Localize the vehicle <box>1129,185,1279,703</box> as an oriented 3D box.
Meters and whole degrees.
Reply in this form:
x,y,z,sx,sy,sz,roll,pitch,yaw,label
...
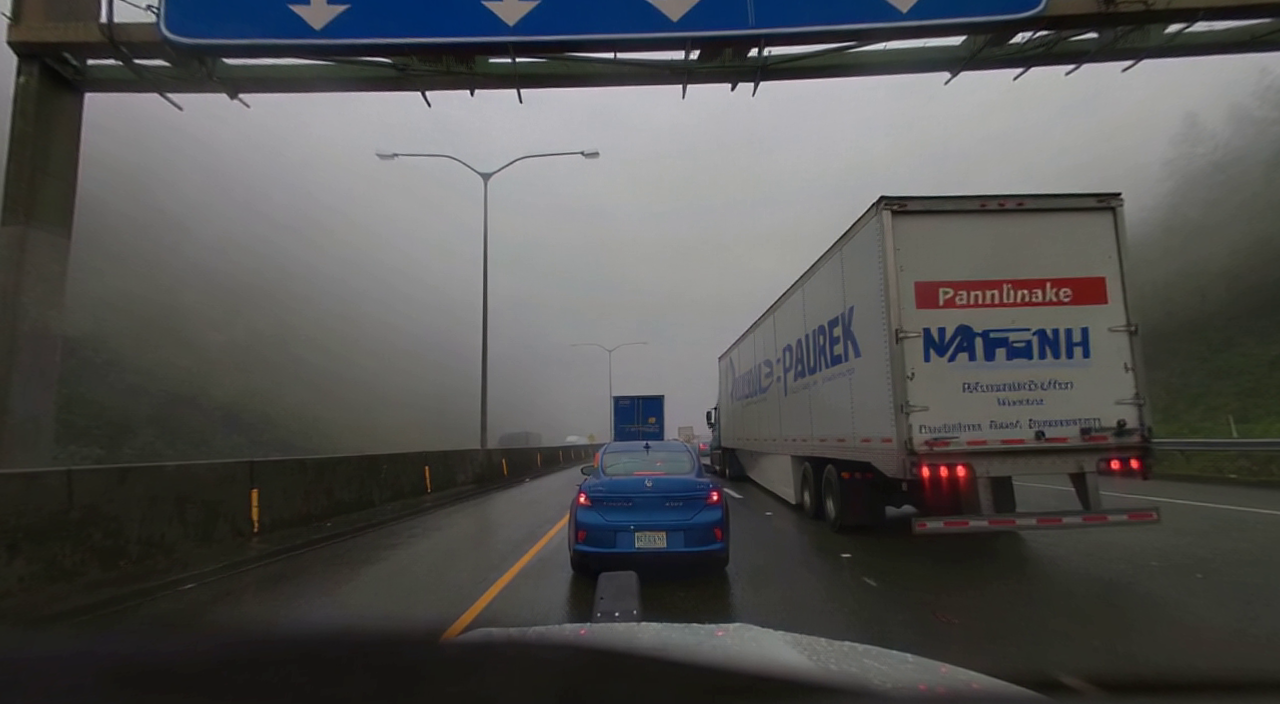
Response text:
x,y,z,sx,sy,sz,roll,pitch,yaw,label
4.727,0.120,0.651,2.892,2.615,6.650,0,-8,-2,vehicle

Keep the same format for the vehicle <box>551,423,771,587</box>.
x,y,z,sx,sy,sz,roll,pitch,yaw,label
0.182,1.678,7.713,2.045,1.490,3.597,-1,-8,0,vehicle

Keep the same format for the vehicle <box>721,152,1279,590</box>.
x,y,z,sx,sy,sz,roll,pitch,yaw,label
4.187,1.069,12.943,2.827,4.081,14.305,0,-8,-1,vehicle
